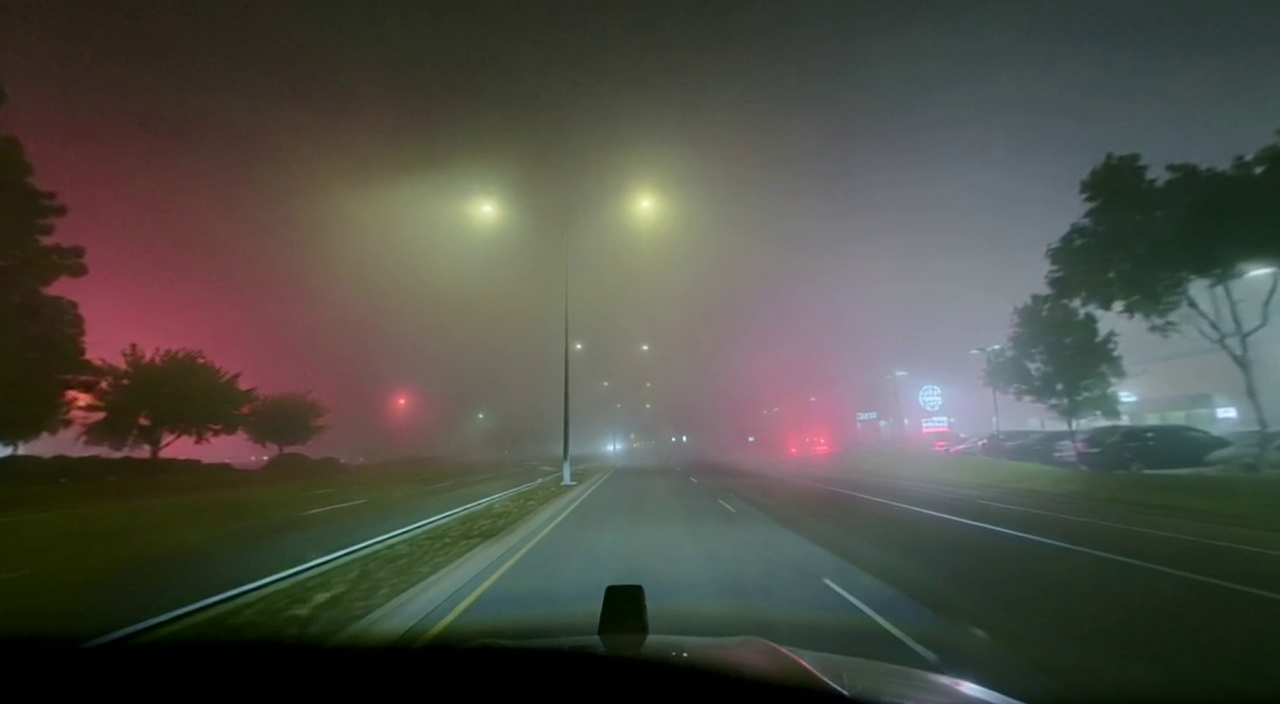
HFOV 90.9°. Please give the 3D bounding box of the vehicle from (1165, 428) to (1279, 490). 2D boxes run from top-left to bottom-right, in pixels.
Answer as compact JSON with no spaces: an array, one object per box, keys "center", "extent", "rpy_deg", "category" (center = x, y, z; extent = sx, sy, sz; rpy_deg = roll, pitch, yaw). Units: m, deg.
[{"center":[17.502,2.853,17.125],"extent":[4.554,1.547,2.057],"rpy_deg":[-1,-9,-1],"category":"vehicle"}]
